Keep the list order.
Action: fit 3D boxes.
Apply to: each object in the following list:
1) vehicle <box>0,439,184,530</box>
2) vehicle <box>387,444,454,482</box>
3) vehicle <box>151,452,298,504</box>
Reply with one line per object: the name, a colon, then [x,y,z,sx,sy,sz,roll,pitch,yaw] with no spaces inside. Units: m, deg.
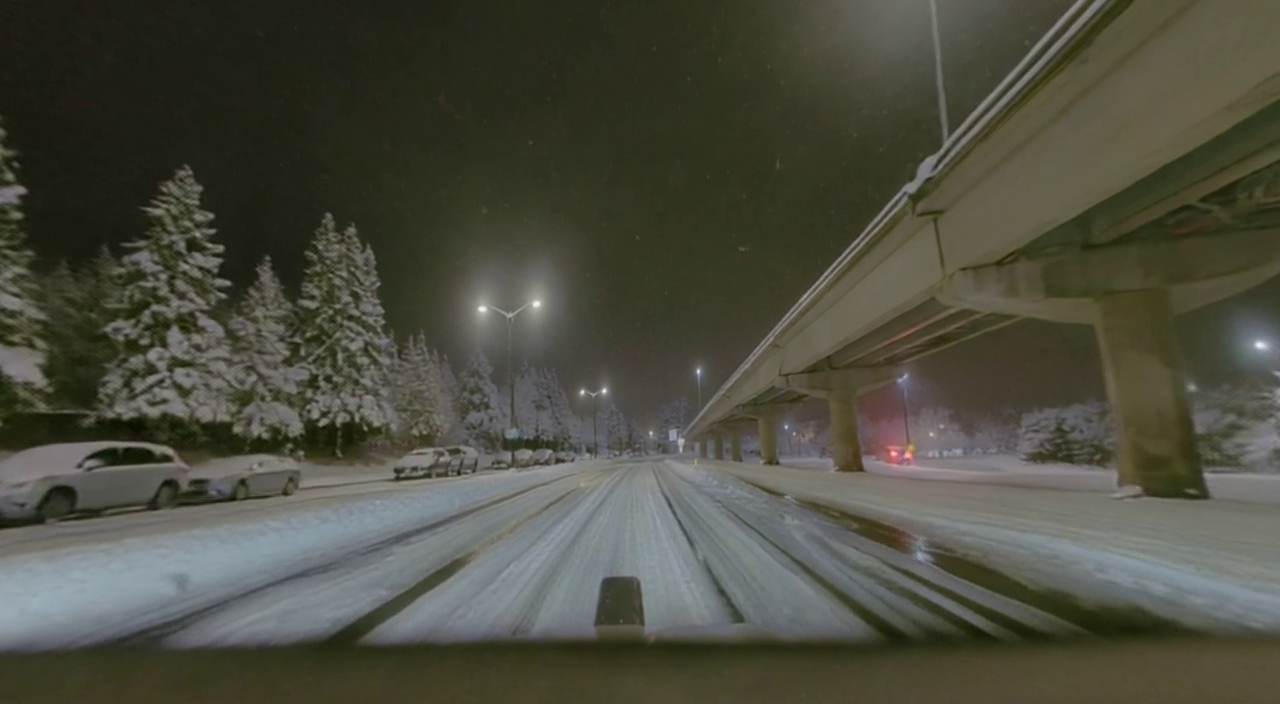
vehicle: [-13.649,3.040,15.221,1.886,1.801,4.337,2,-8,2]
vehicle: [-13.083,6.647,38.083,2.136,2.016,5.354,2,-9,-1]
vehicle: [-13.727,4.202,21.277,1.847,1.498,4.368,1,-10,2]
